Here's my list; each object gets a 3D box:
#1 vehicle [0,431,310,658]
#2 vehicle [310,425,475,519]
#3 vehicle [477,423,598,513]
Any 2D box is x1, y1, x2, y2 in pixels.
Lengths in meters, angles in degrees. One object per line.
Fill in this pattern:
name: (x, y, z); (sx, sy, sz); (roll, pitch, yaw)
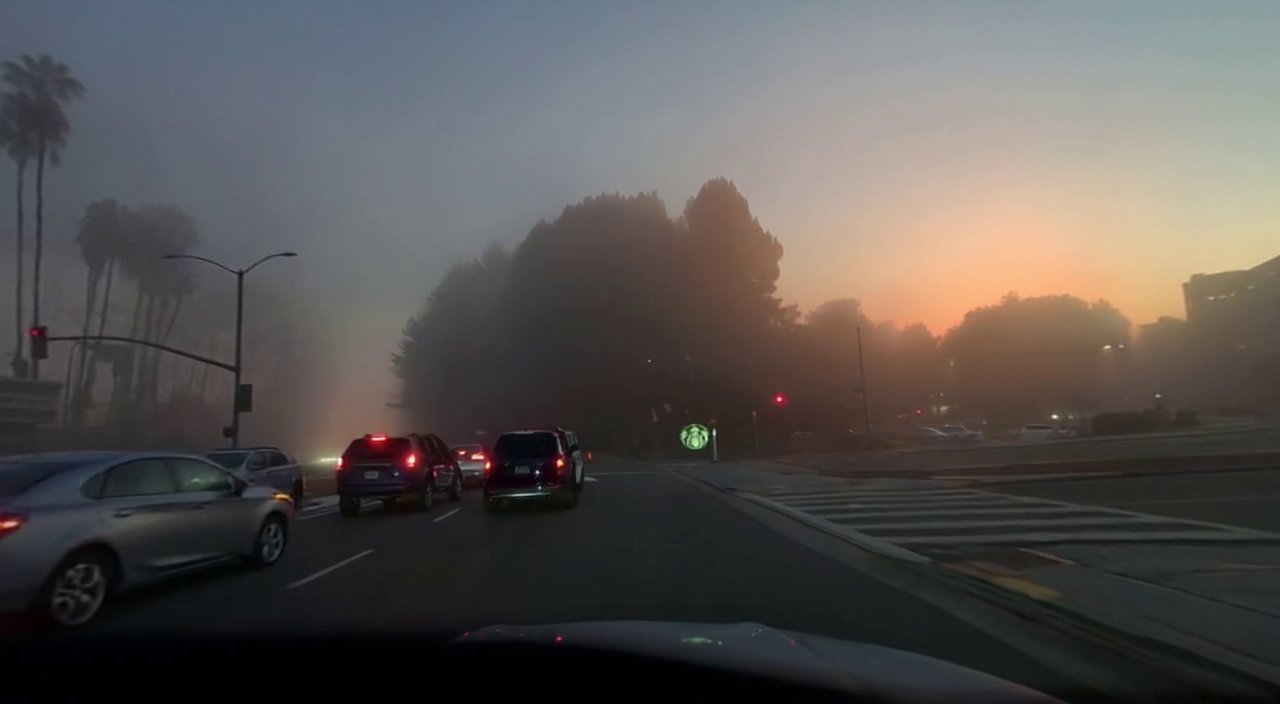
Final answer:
vehicle: (-5.453, 1.627, 6.246); (1.885, 1.567, 4.775); (0, -9, -1)
vehicle: (-5.622, 2.783, 15.174); (2.025, 1.862, 4.804); (0, -9, 0)
vehicle: (-2.193, 2.650, 14.838); (2.153, 1.759, 4.320); (0, -9, -1)
